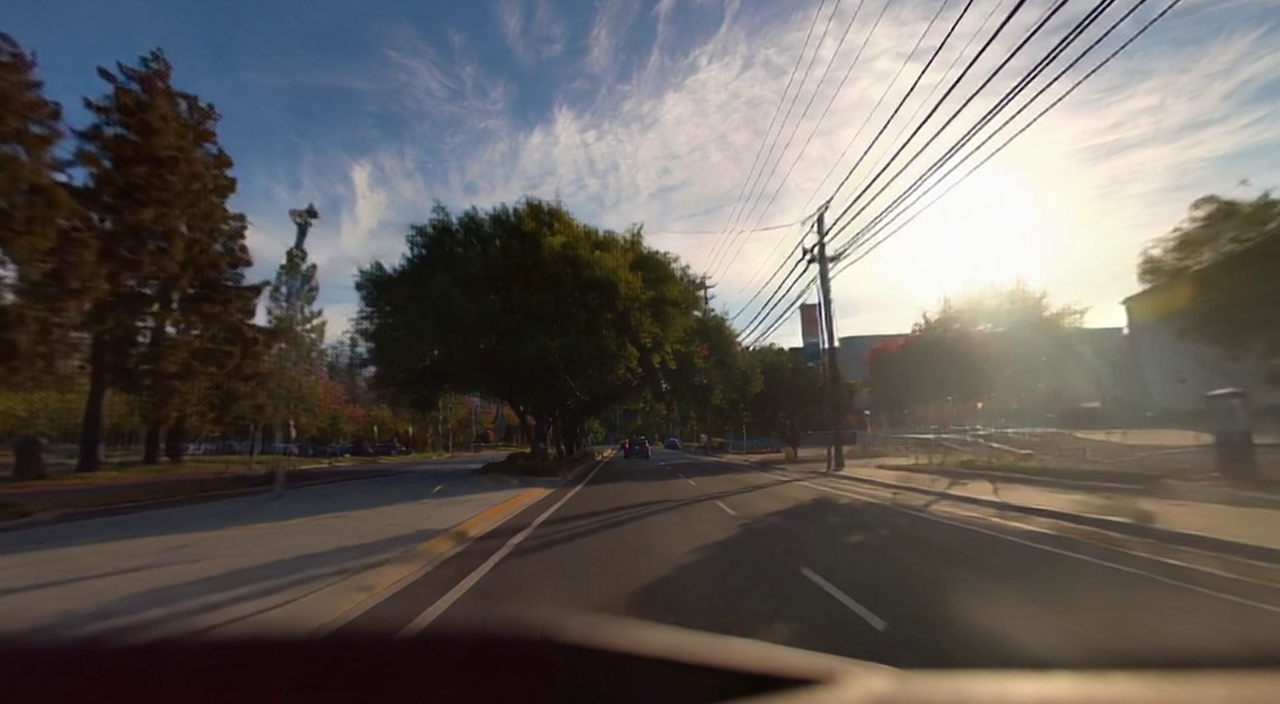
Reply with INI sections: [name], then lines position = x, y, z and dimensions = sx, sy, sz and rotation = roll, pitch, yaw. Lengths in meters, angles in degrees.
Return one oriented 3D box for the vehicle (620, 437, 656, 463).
[vehicle]
position = -0.190, 6.043, 39.325
dimensions = 2.109, 1.501, 4.042
rotation = 0, -8, -2
